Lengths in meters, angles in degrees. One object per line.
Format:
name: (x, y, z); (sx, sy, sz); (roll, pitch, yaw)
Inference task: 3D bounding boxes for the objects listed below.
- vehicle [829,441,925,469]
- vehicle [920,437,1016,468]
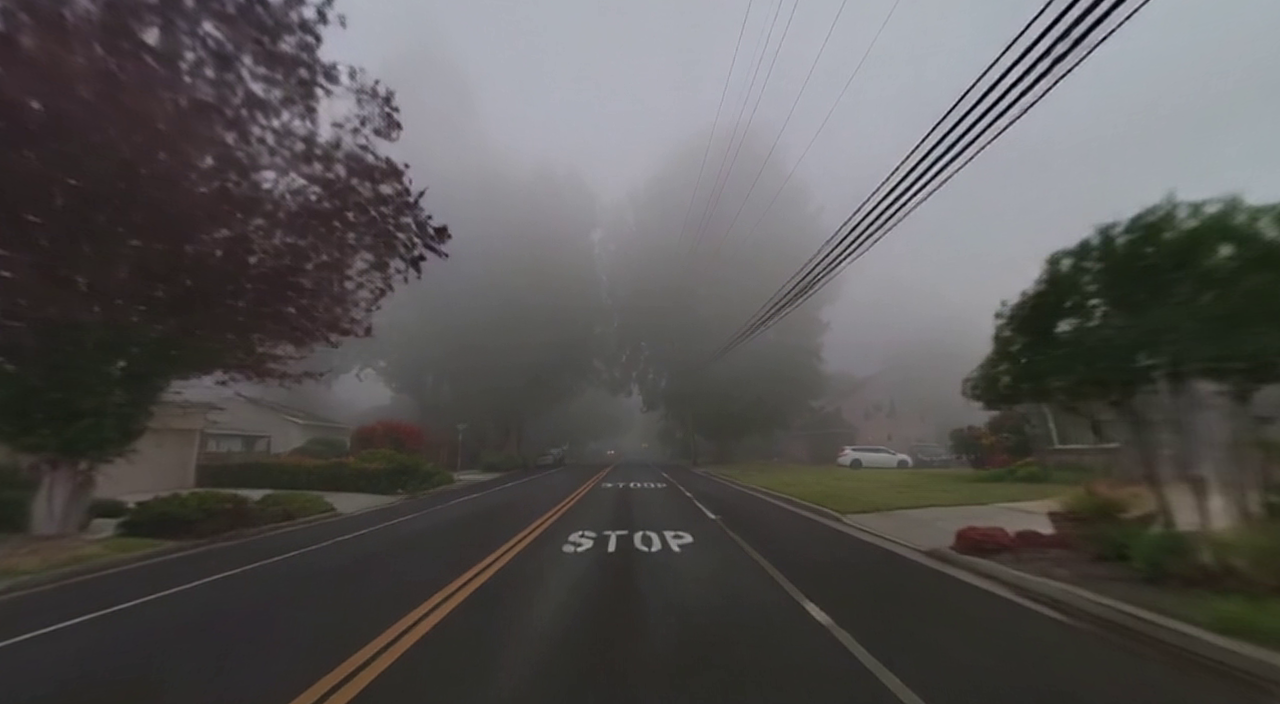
vehicle: (13.584, 5.925, 36.383); (4.624, 1.420, 2.045); (-1, -9, -5)
vehicle: (18.814, 5.747, 36.383); (4.362, 1.480, 1.903); (-3, -7, 0)
